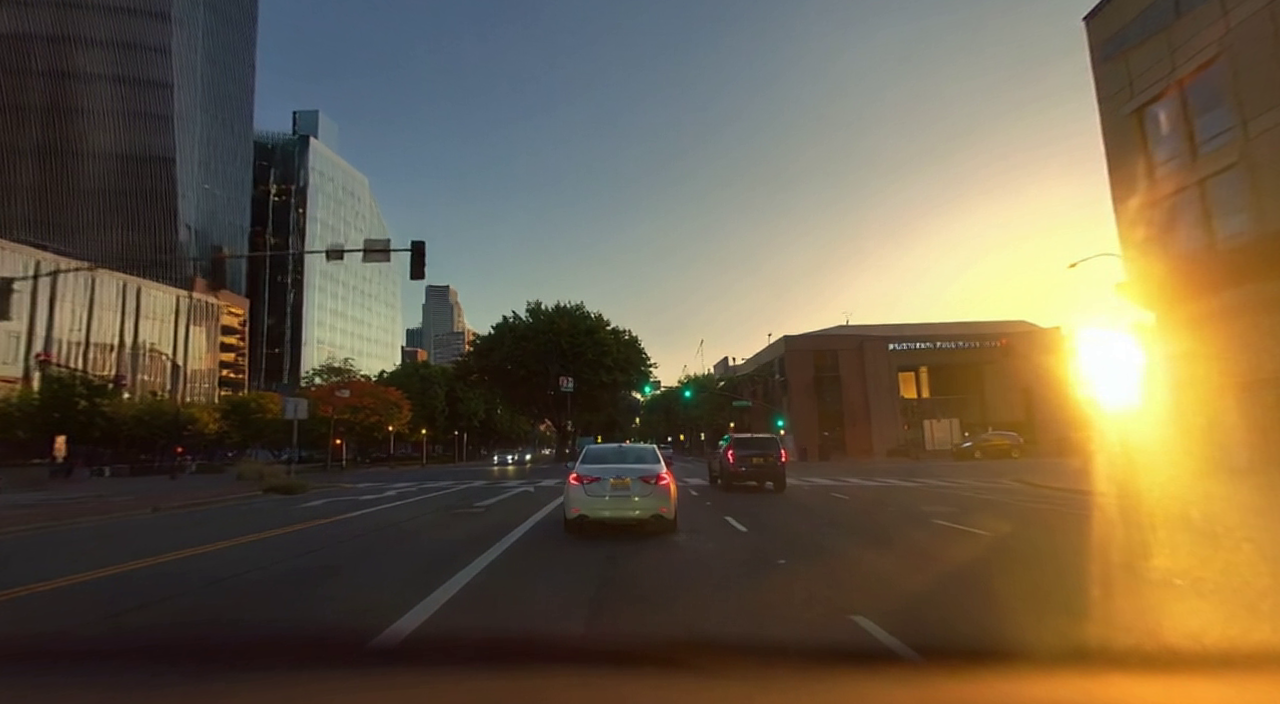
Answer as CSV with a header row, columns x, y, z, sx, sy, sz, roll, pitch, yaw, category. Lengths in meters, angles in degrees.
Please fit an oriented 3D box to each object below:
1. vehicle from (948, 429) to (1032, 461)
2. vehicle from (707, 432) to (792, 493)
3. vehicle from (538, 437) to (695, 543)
x,y,z,sx,sy,sz,roll,pitch,yaw,category
24.249,6.520,43.934,4.384,2.000,2.345,1,-12,-4,vehicle
3.512,3.609,21.094,2.078,1.799,4.089,1,-7,-1,vehicle
-0.355,2.167,10.684,2.144,1.398,3.963,1,-7,-1,vehicle
